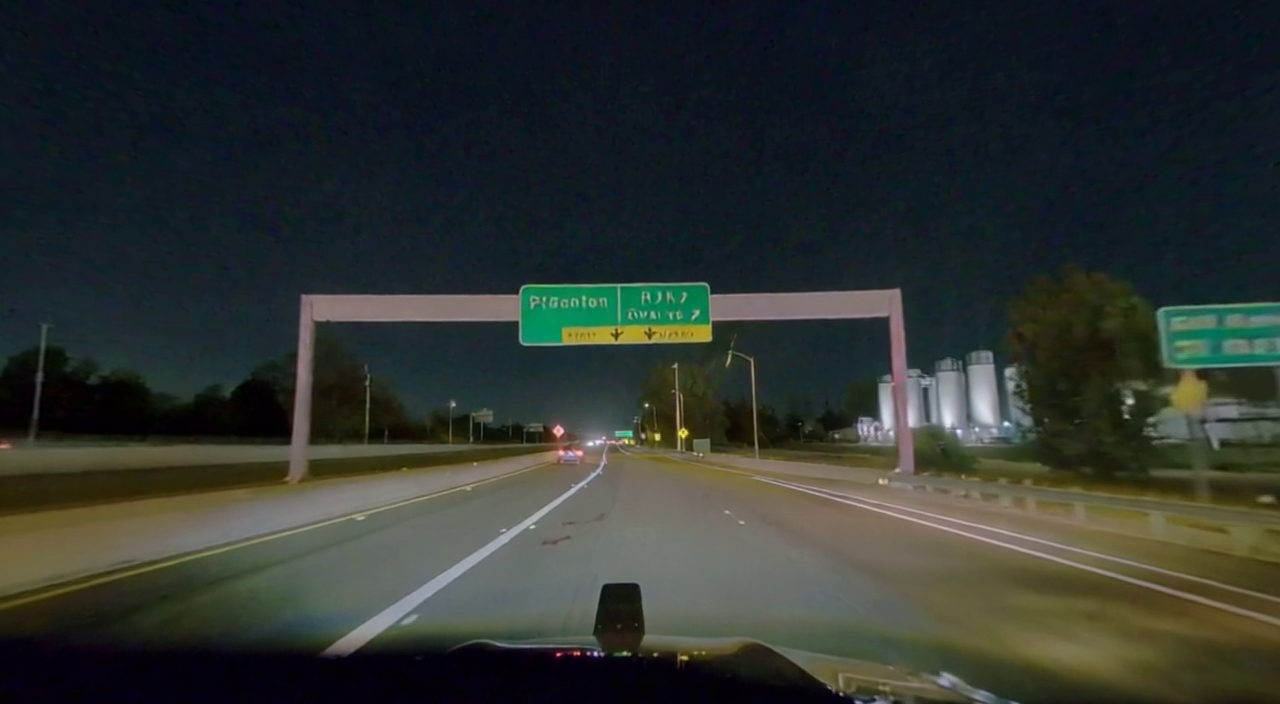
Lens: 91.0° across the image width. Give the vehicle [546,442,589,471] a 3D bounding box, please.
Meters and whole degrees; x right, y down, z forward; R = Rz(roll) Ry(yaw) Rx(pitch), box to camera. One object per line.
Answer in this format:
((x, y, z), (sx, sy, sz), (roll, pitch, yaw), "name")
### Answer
((-4.188, 6.132, 36.961), (2.012, 1.571, 4.232), (0, -9, 0), "vehicle")
